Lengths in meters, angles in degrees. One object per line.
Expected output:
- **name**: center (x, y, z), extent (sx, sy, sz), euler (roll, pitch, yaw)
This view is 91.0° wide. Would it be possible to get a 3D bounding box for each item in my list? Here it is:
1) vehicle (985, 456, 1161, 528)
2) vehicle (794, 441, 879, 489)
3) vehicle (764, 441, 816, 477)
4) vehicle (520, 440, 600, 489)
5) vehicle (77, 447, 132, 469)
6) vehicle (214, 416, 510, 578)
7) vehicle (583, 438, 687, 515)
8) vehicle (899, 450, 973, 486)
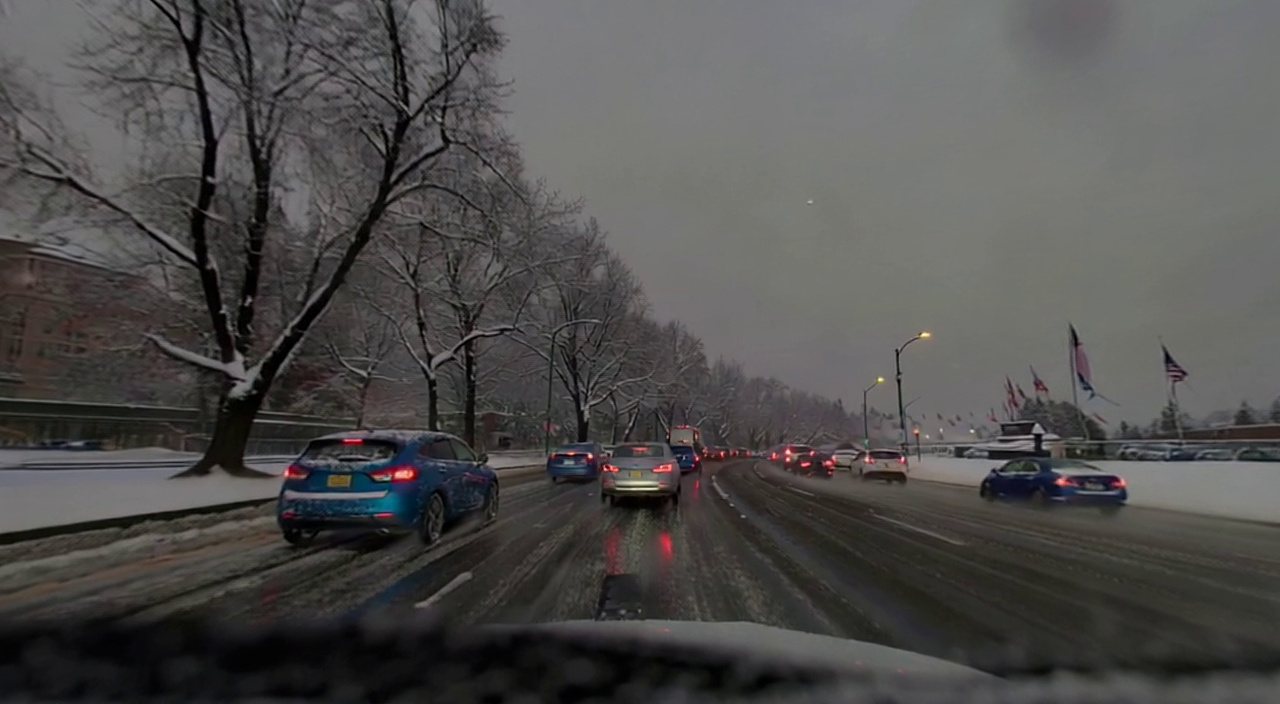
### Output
- **vehicle**: center (10.594, 3.401, 15.798), extent (1.749, 1.481, 3.808), euler (0, -9, 1)
- **vehicle**: center (7.020, 4.066, 22.977), extent (1.944, 1.544, 4.301), euler (0, -9, 3)
- **vehicle**: center (8.105, 5.818, 34.478), extent (2.017, 1.746, 4.727), euler (0, -9, 4)
- **vehicle**: center (-2.764, 4.037, 22.922), extent (1.974, 1.549, 4.603), euler (0, -9, 5)
- **vehicle**: center (-39.890, 7.847, 46.893), extent (3.667, 1.465, 1.735), euler (-4, -6, 24)
- **vehicle**: center (-3.321, 1.823, 8.682), extent (1.988, 1.635, 4.260), euler (0, -9, 2)
- **vehicle**: center (0.007, 2.847, 14.925), extent (2.090, 1.506, 4.276), euler (0, -9, 3)
- **vehicle**: center (15.717, 6.159, 33.698), extent (2.087, 1.745, 4.673), euler (0, -9, 6)
